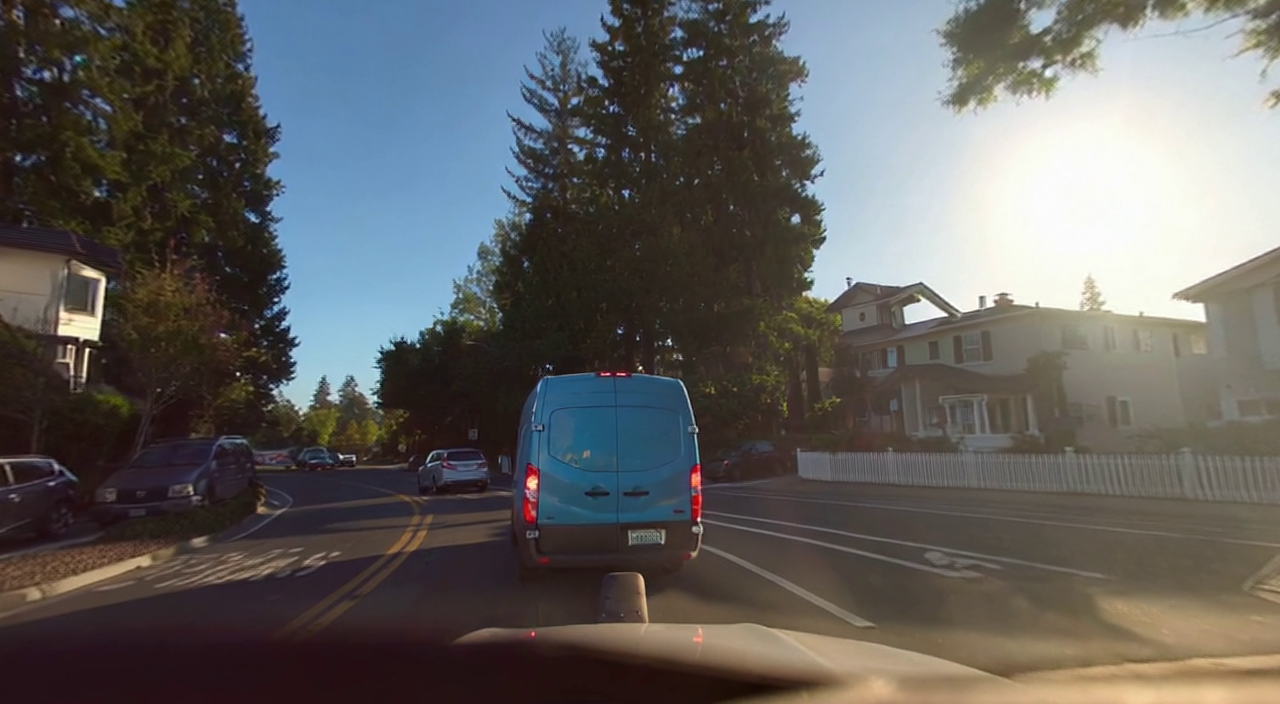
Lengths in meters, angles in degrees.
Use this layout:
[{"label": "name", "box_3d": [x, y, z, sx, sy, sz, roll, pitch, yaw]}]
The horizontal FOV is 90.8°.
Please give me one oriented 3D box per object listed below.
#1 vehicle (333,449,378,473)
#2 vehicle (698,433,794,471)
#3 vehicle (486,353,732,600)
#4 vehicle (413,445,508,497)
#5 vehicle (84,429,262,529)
[{"label": "vehicle", "box_3d": [-19.136, 7.277, 42.381, 1.911, 1.493, 4.291, 6, -10, -34]}, {"label": "vehicle", "box_3d": [5.269, 4.932, 31.269, 4.559, 1.754, 1.985, 6, -10, -34]}, {"label": "vehicle", "box_3d": [-0.791, 1.444, 8.100, 2.213, 2.124, 4.809, 2, -9, -14]}, {"label": "vehicle", "box_3d": [-5.852, 3.713, 20.245, 2.008, 1.445, 4.386, 4, -9, -27]}, {"label": "vehicle", "box_3d": [-10.658, 2.845, 14.993, 2.228, 1.871, 5.492, 4, -9, -25]}]
